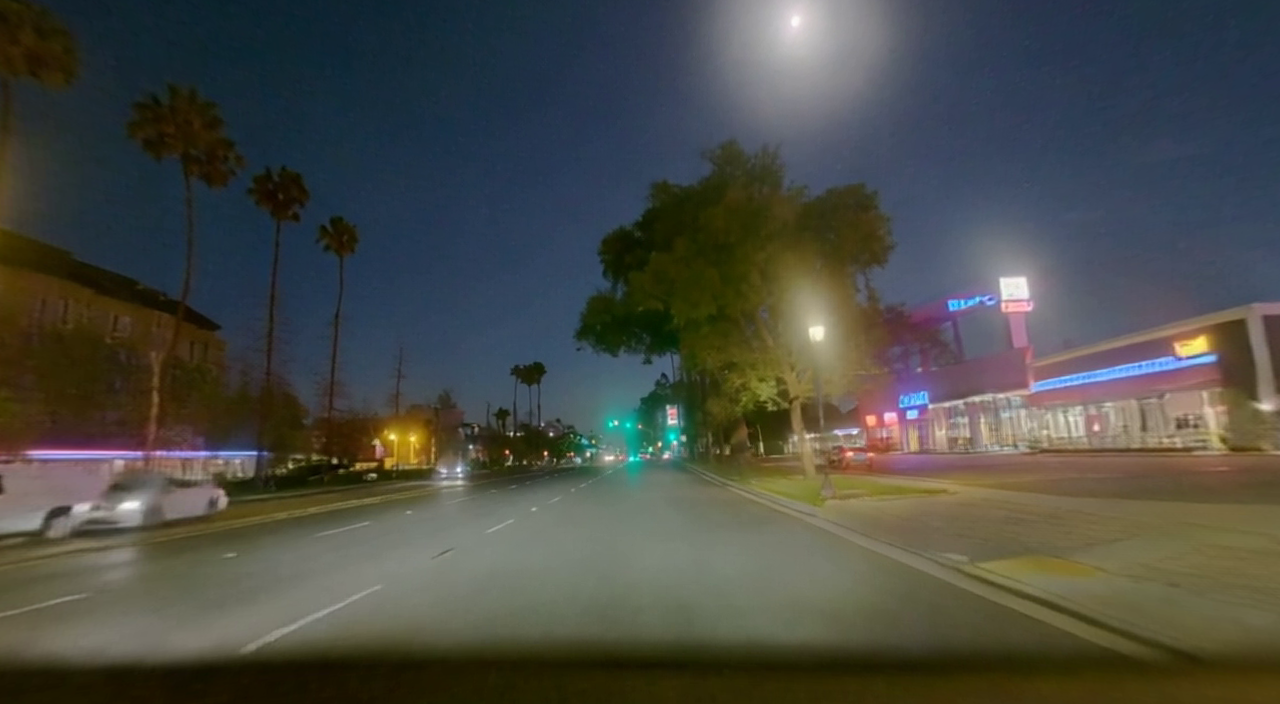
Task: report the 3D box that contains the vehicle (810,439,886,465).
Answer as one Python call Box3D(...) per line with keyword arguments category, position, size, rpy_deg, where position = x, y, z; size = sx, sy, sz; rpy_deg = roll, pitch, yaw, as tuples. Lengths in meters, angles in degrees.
Box3D(category="vehicle", position=(14.656, 7.046, 44.621), size=(4.577, 1.750, 2.115), rpy_deg=(1, -9, -6))

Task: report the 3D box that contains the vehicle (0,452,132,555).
Box3D(category="vehicle", position=(-12.629, 2.796, 11.706), size=(2.306, 1.807, 4.927), rpy_deg=(0, -9, 0))

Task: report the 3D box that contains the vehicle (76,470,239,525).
Box3D(category="vehicle", position=(-16.002, 4.813, 21.340), size=(1.940, 1.492, 4.495), rpy_deg=(0, -9, 0))
